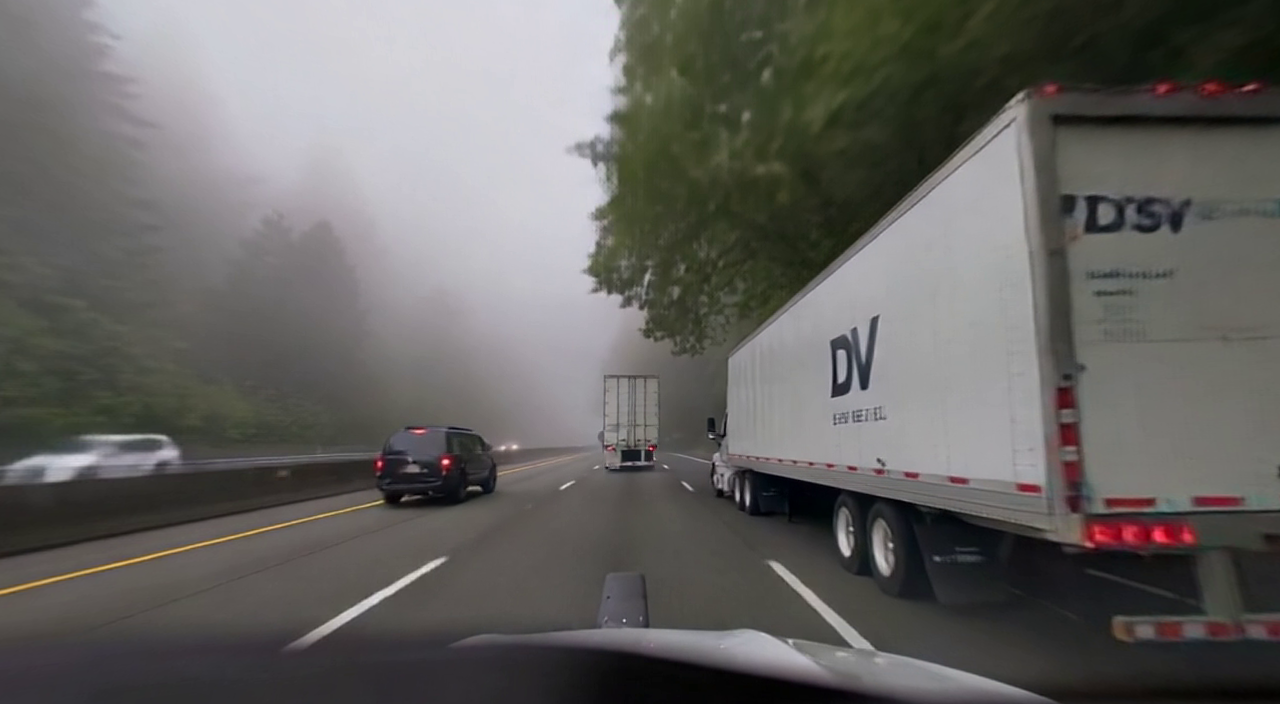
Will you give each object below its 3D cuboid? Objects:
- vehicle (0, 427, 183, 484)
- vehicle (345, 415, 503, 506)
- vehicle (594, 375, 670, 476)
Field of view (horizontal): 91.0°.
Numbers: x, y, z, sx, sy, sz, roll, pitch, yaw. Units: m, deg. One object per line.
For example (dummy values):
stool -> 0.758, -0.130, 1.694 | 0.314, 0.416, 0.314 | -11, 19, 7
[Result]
vehicle -> -16.581, 3.100, 19.123 | 1.902, 1.502, 4.621 | 0, -8, -1
vehicle -> -4.785, 2.486, 14.807 | 2.086, 1.778, 4.544 | 0, -8, 0
vehicle -> -0.451, 3.605, 29.971 | 2.969, 3.957, 10.270 | 0, -8, -1
